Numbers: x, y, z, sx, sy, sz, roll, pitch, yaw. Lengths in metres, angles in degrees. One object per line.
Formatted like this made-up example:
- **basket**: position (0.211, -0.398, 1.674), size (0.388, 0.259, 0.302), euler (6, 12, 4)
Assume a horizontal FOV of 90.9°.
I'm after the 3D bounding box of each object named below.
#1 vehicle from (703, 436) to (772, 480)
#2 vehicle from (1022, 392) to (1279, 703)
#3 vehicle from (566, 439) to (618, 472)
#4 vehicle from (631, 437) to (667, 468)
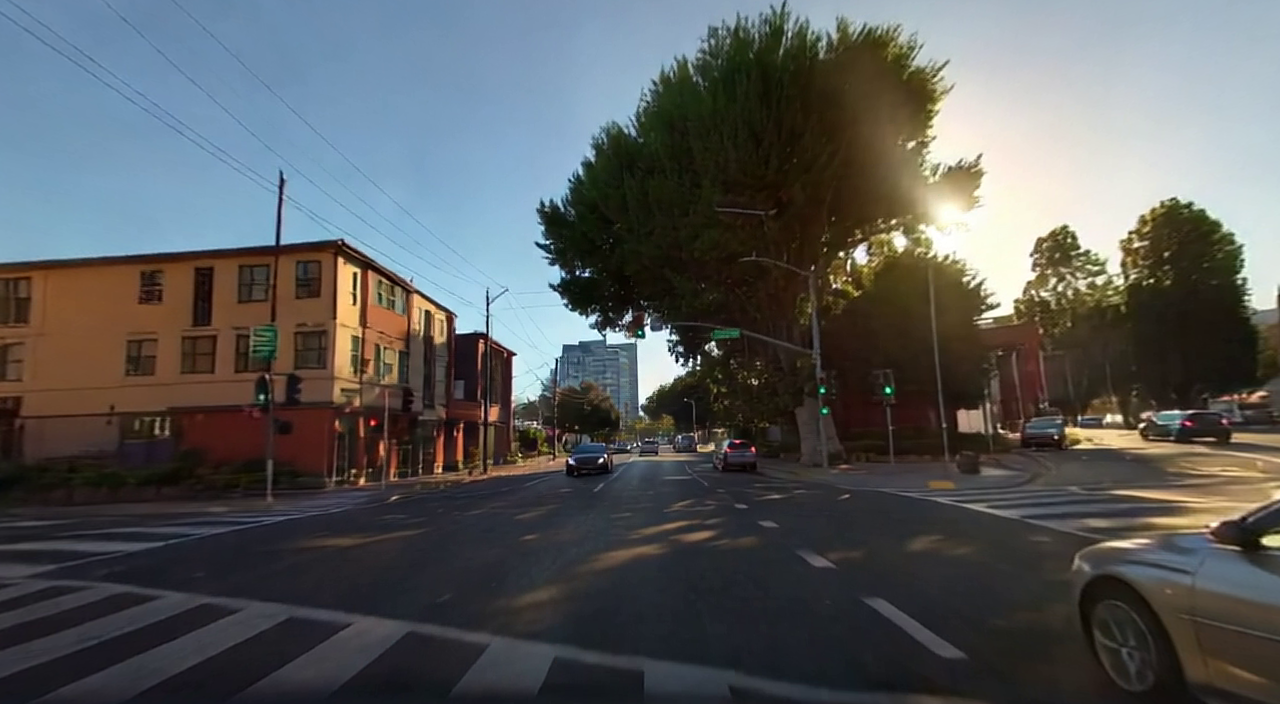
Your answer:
- **vehicle**: position (3.745, 4.156, 25.051), size (2.035, 1.564, 4.719), euler (0, -9, 1)
- **vehicle**: position (3.238, 0.731, 1.172), size (2.072, 1.471, 4.834), euler (0, -9, 1)
- **vehicle**: position (-2.874, 6.339, 38.936), size (2.666, 1.885, 5.029), euler (0, -9, 1)
- **vehicle**: position (0.543, 6.256, 39.381), size (2.118, 1.813, 4.326), euler (0, -9, 0)
